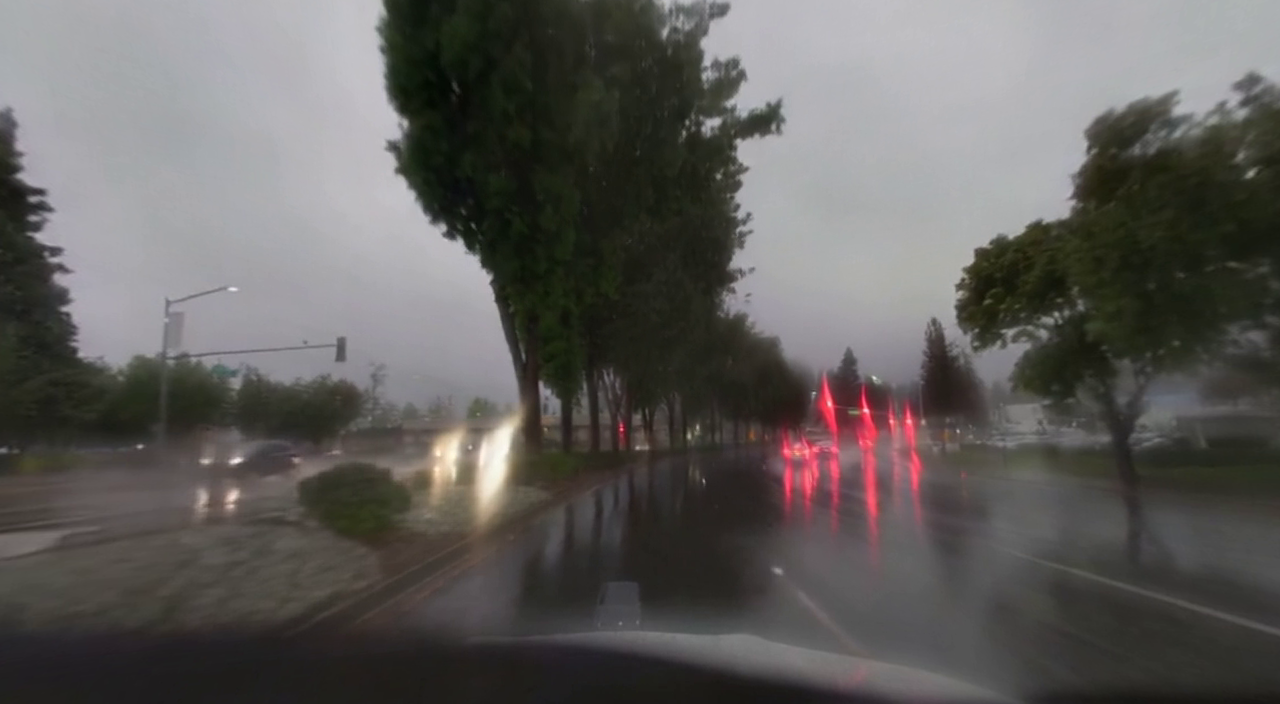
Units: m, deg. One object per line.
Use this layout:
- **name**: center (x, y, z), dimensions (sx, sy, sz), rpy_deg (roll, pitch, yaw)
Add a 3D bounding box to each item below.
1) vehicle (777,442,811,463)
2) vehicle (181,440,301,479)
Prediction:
- **vehicle**: center (11.228, 7.357, 46.234), dimensions (1.988, 1.460, 3.996), rpy_deg (-1, -8, 9)
- **vehicle**: center (-18.550, 4.987, 29.731), dimensions (1.988, 1.657, 4.909), rpy_deg (-1, -8, 8)
